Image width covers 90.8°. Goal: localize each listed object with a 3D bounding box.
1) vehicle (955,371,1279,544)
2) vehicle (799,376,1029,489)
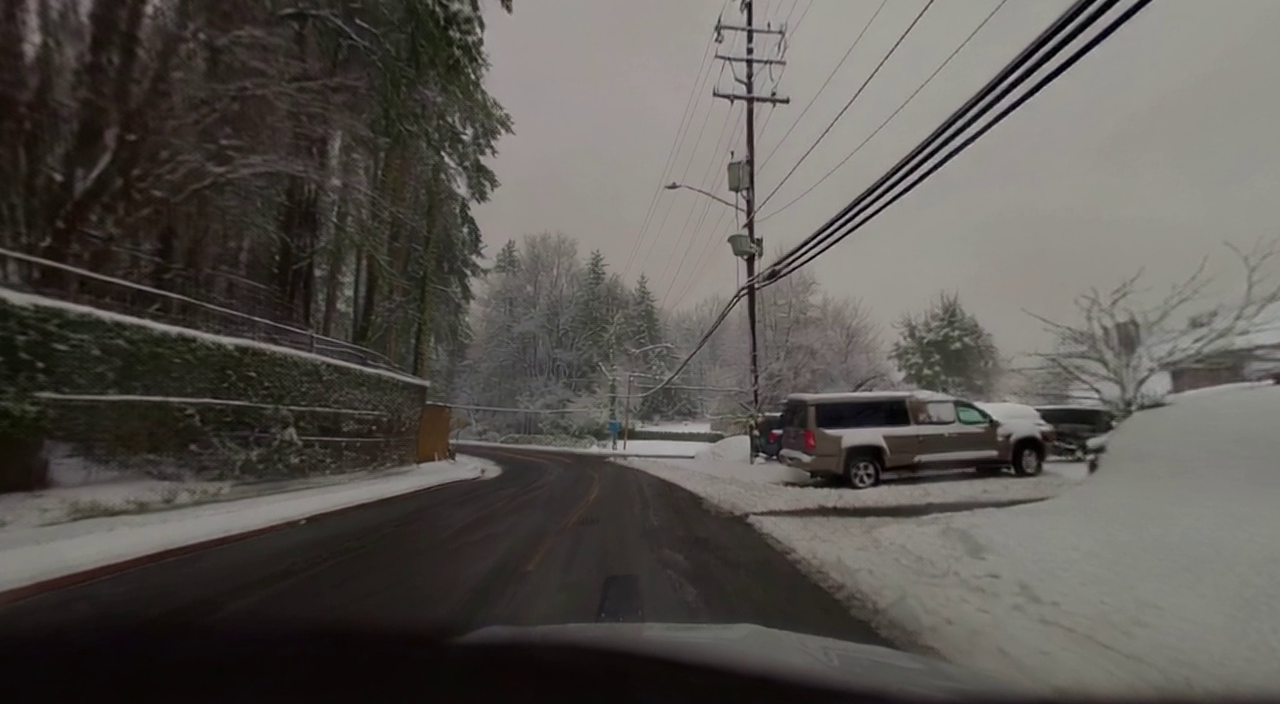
[{"bbox_3d":[6.935,1.280,8.912,4.444,1.902,2.099,1,-4,-26],"label":"vehicle"},{"bbox_3d":[6.677,1.915,15.322,5.269,2.289,2.446,4,-8,-32],"label":"vehicle"}]
